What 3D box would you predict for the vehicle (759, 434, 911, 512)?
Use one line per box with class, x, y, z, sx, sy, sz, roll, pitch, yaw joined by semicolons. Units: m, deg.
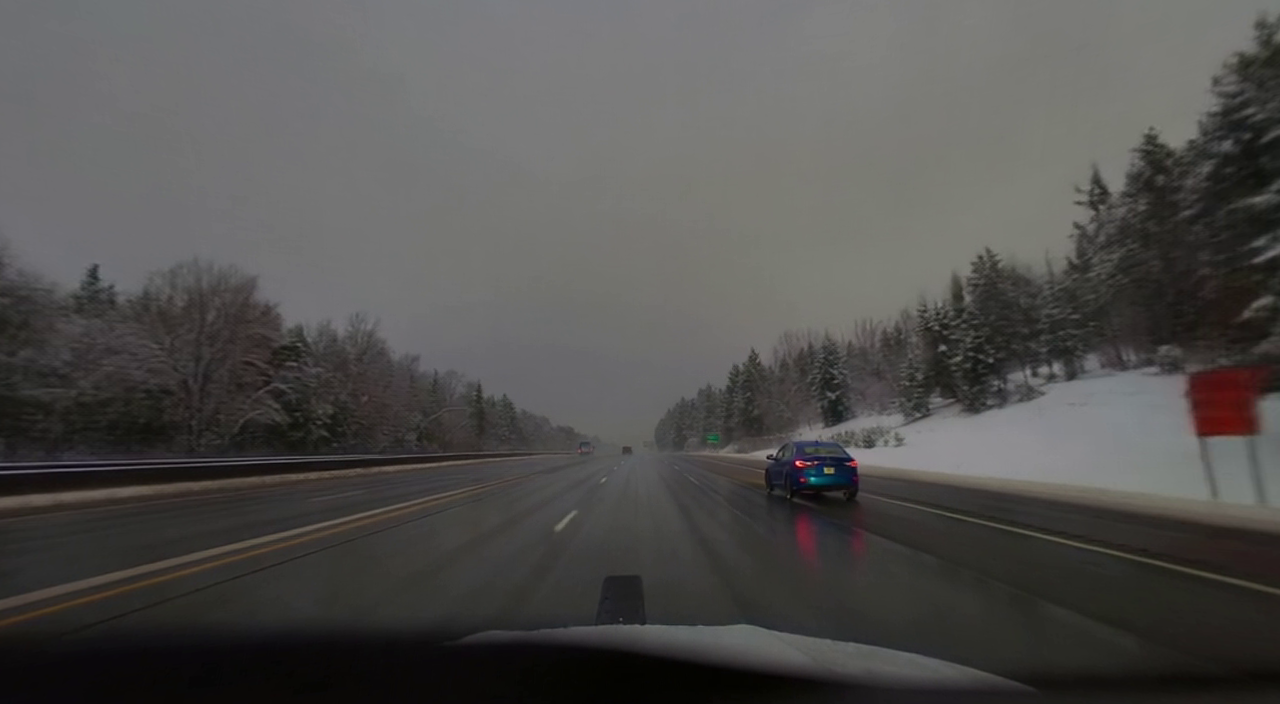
vehicle;4.243;2.704;14.574;2.033;1.501;4.398;0;-9;-1
